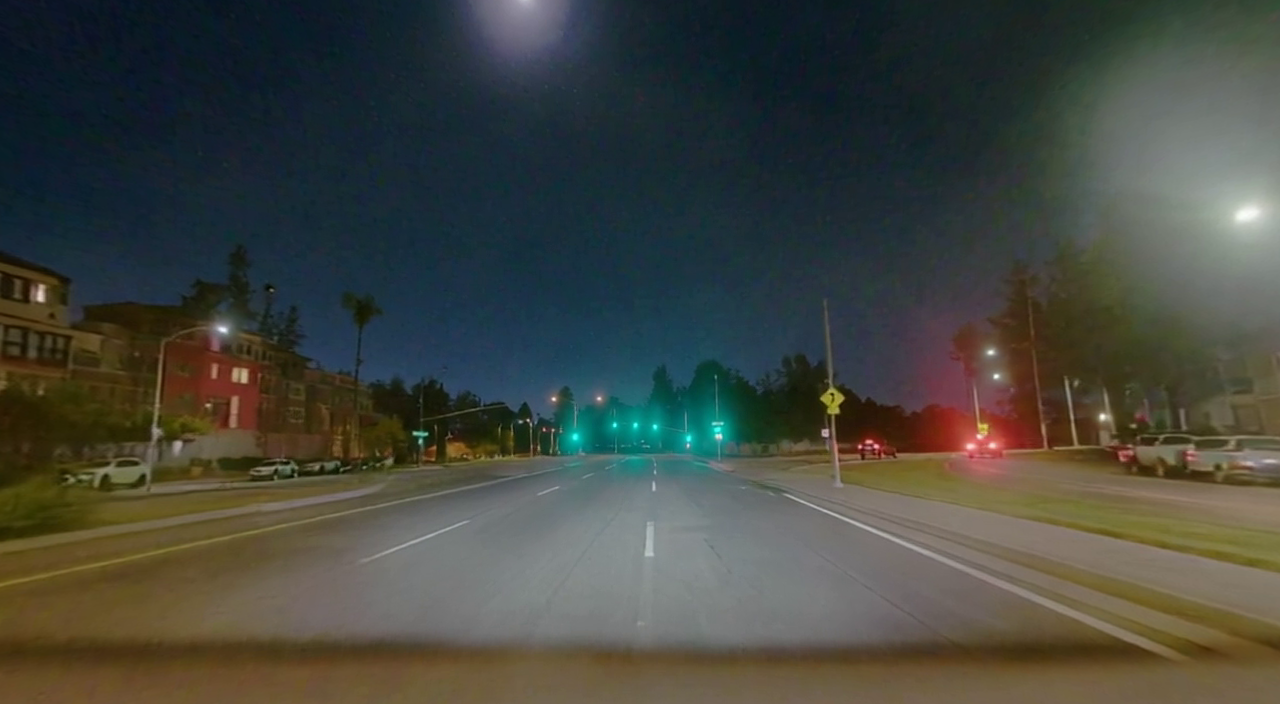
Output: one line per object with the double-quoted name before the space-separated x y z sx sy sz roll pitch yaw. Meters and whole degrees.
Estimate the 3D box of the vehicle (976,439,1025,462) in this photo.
"vehicle" 25.705 6.996 44.937 1.859 1.528 4.455 -8 -12 43

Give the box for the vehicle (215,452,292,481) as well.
"vehicle" -26.193 7.748 43.073 2.037 1.762 4.834 0 -8 2

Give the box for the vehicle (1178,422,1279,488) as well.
"vehicle" 19.142 3.149 19.489 1.992 1.795 4.849 -3 -9 17

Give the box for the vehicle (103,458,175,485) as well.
"vehicle" -31.912 7.597 40.367 1.673 1.495 3.659 0 -7 -2
